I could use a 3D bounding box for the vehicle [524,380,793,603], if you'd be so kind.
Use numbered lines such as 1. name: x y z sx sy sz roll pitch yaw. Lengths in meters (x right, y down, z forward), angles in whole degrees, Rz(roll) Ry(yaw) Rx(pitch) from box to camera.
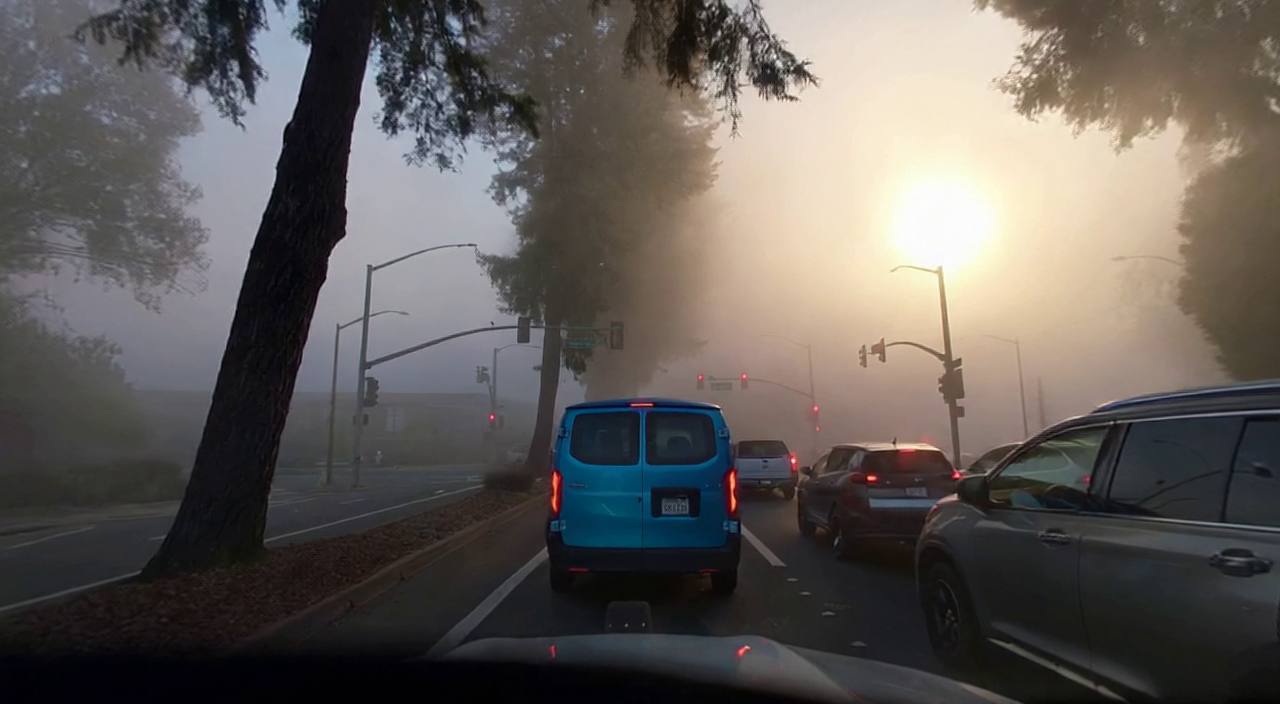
1. vehicle: 0.168 1.465 7.432 2.185 1.822 4.391 0 -8 1

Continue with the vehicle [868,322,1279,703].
1. vehicle: 2.899 0.946 3.175 1.971 1.663 4.287 0 -8 2
